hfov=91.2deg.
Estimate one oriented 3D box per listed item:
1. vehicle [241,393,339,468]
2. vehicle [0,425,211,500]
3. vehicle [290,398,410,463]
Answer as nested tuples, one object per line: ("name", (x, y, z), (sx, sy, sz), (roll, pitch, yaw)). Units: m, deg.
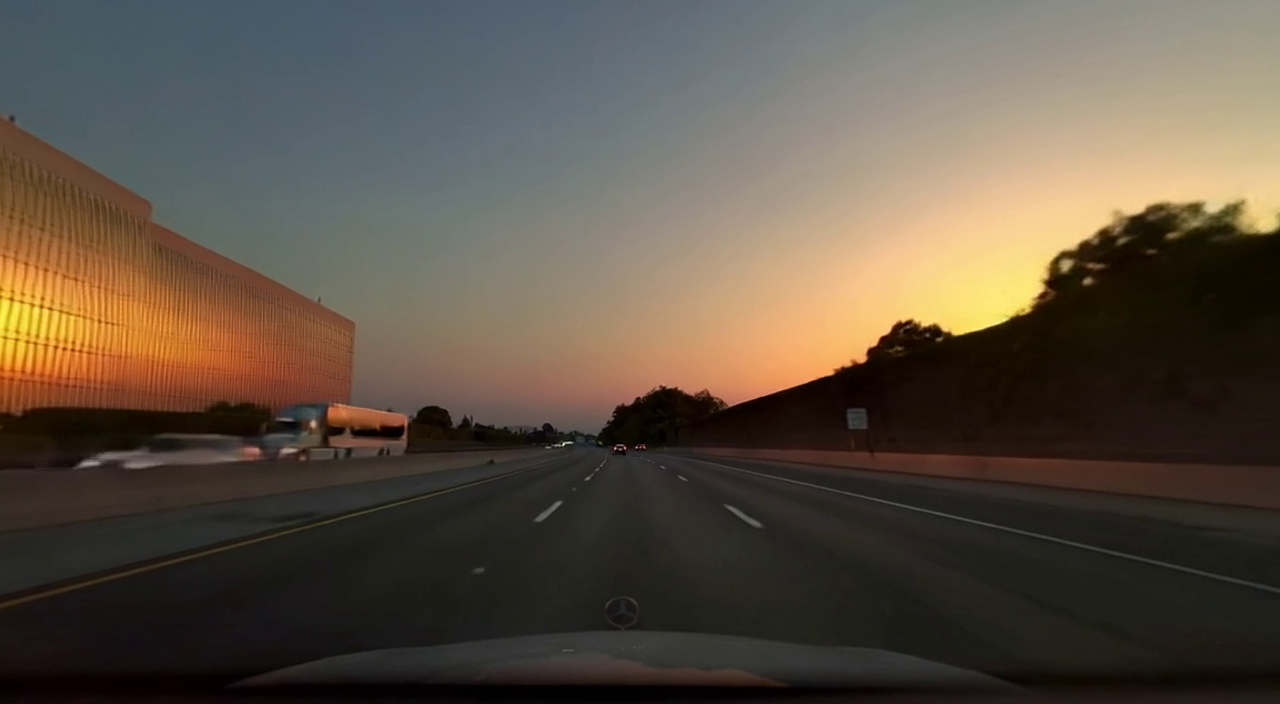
("vehicle", (-20.679, 4.704, 37.344), (3.271, 4.189, 3.909), (0, -9, 0))
("vehicle", (-12.730, 2.610, 15.032), (1.863, 1.521, 4.277), (0, -9, -1))
("vehicle", (-21.080, 6.097, 47.009), (2.933, 4.082, 13.910), (0, -9, -2))
